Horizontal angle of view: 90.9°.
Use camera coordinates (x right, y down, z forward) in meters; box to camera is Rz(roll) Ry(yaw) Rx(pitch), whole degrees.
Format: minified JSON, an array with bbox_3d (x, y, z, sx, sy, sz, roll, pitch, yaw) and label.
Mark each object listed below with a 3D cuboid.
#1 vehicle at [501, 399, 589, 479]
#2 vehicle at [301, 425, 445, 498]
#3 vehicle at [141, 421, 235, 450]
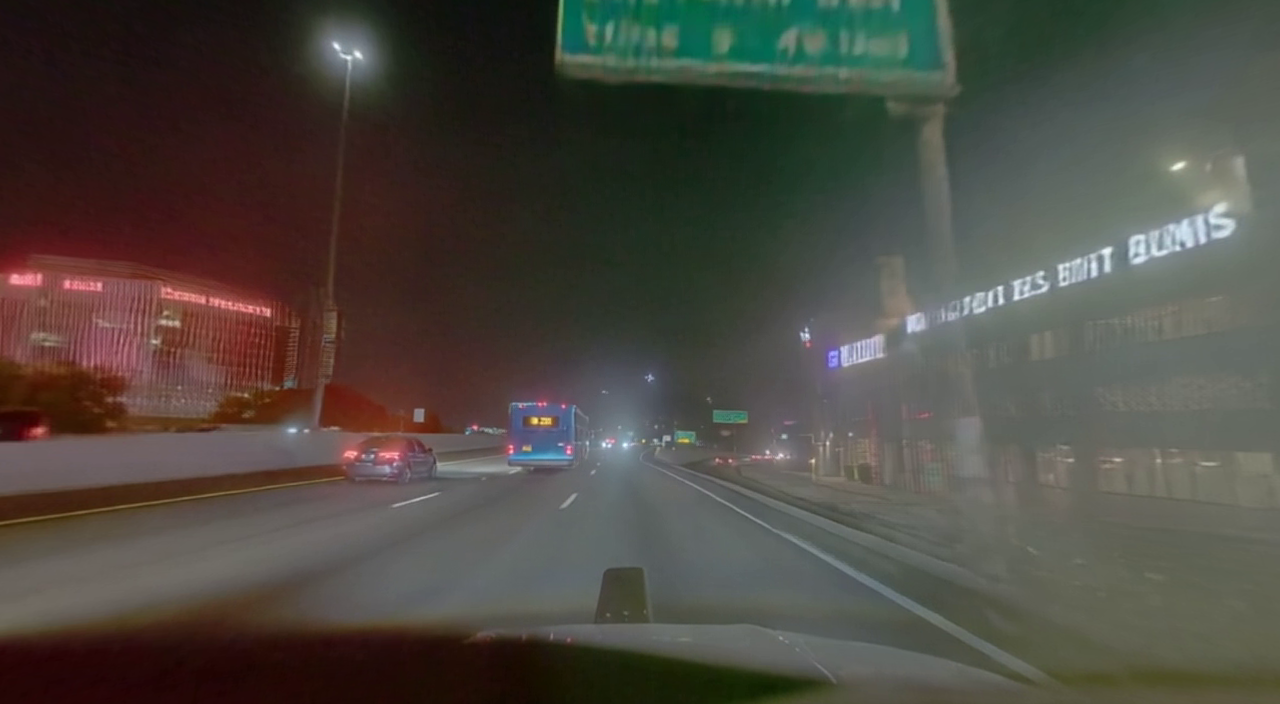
[{"bbox_3d":[-3.842,3.886,27.499,2.888,2.944,8.373,0,-9,-2],"label":"vehicle"},{"bbox_3d":[-6.984,2.904,17.095,1.993,1.690,4.450,0,-9,-1],"label":"vehicle"},{"bbox_3d":[-25.881,4.854,36.322,1.731,1.496,4.532,-1,-9,6],"label":"vehicle"}]
